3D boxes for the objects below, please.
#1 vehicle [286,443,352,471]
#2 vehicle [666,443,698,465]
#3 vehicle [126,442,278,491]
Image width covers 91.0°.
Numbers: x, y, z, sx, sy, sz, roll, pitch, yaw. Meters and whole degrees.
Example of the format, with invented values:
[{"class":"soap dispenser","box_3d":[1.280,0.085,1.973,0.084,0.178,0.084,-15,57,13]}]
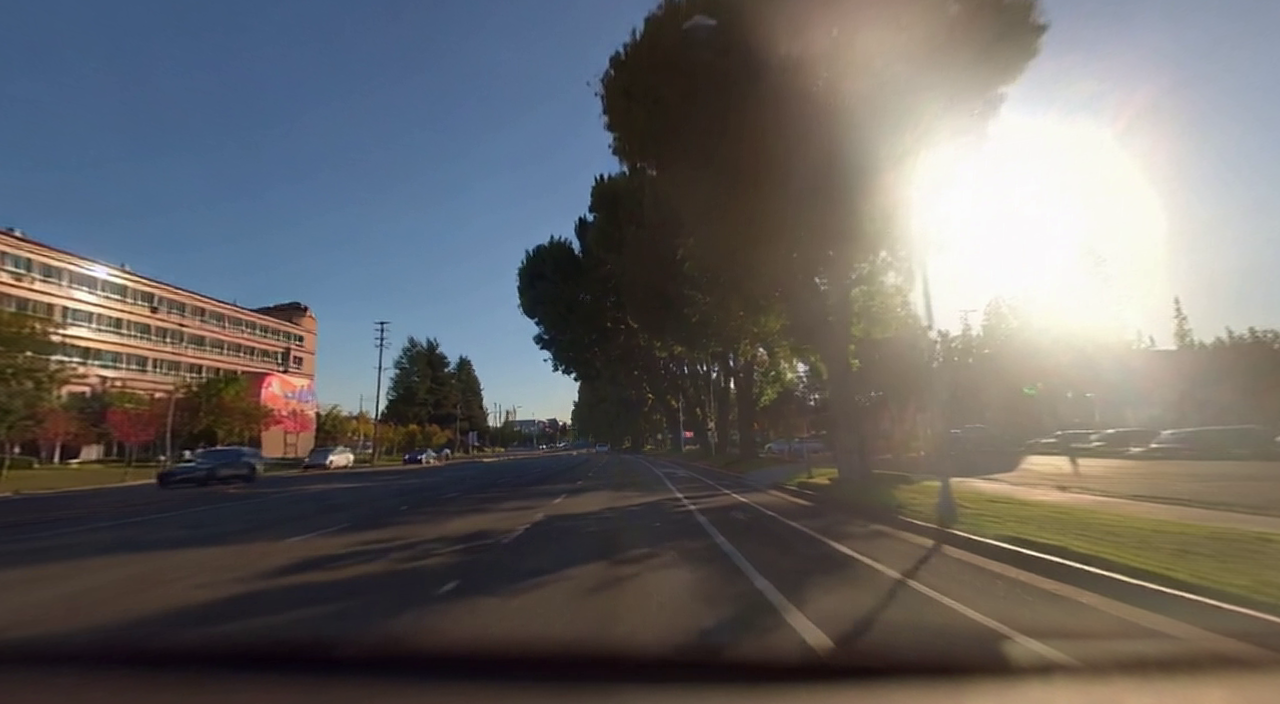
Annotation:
[{"class":"vehicle","box_3d":[-20.806,6.800,41.026,1.963,1.694,4.535,0,-9,-1]},{"class":"vehicle","box_3d":[3.146,7.733,47.810,1.992,1.513,4.683,1,-8,-1]},{"class":"vehicle","box_3d":[-14.488,3.784,21.216,1.907,1.469,4.441,0,-9,0]}]
